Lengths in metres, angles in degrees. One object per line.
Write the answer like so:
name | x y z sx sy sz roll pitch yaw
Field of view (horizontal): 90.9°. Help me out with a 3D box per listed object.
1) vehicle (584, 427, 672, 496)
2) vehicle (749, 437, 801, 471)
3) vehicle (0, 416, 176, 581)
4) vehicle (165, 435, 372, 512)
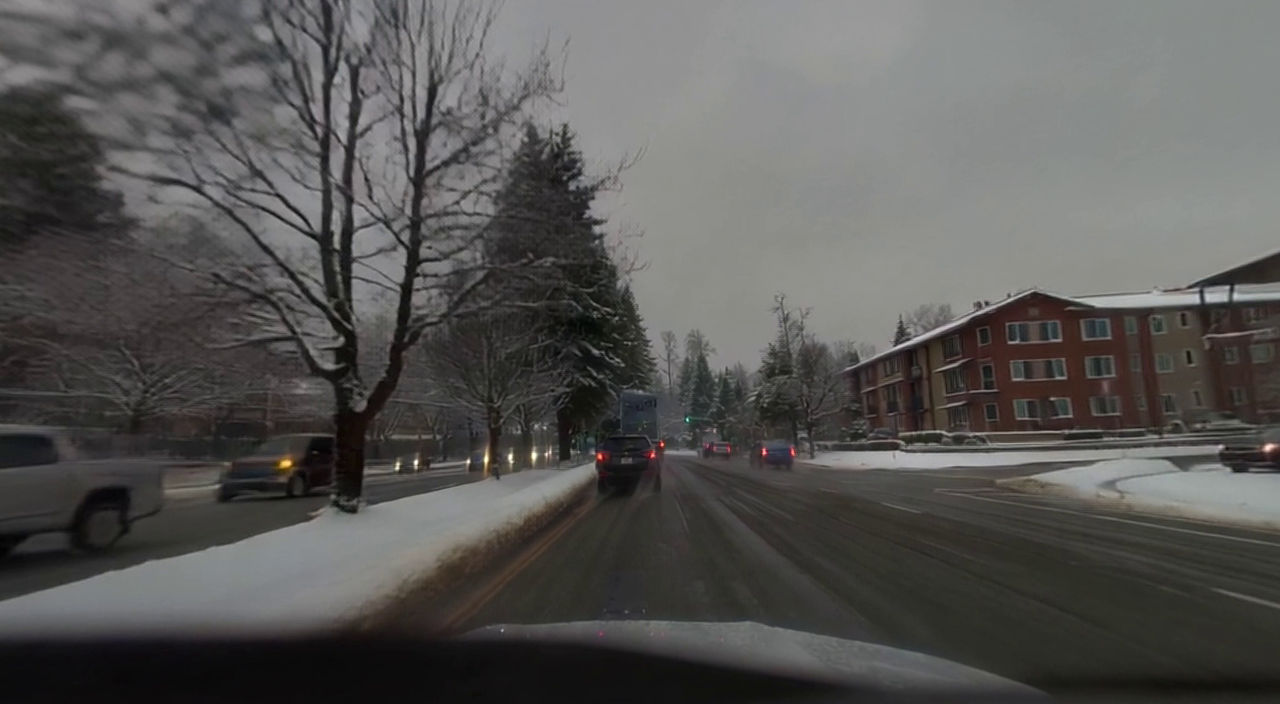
vehicle | -0.307 3.229 18.960 2.332 1.798 4.546 0 -8 0
vehicle | 7.476 5.691 35.329 1.971 1.722 4.341 0 -8 1
vehicle | -8.011 1.614 6.965 2.119 1.778 4.760 0 -8 0
vehicle | -10.716 3.535 19.061 2.238 1.906 6.264 -1 -8 2
